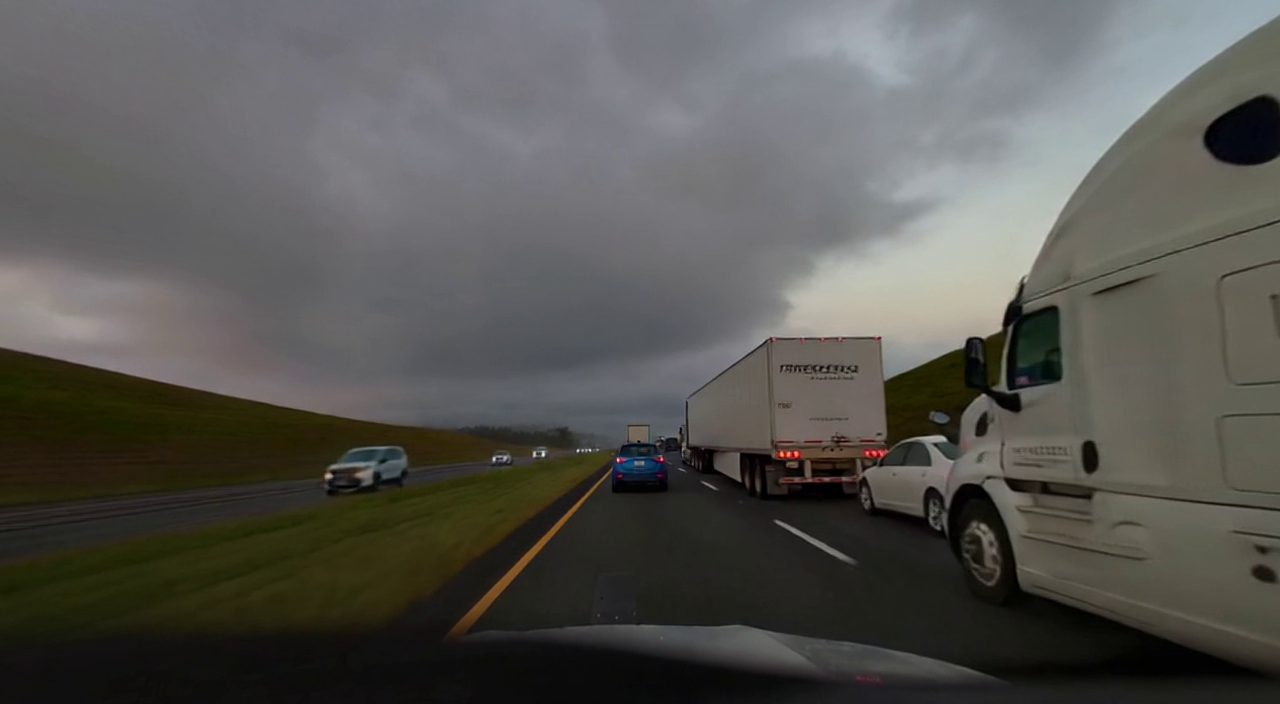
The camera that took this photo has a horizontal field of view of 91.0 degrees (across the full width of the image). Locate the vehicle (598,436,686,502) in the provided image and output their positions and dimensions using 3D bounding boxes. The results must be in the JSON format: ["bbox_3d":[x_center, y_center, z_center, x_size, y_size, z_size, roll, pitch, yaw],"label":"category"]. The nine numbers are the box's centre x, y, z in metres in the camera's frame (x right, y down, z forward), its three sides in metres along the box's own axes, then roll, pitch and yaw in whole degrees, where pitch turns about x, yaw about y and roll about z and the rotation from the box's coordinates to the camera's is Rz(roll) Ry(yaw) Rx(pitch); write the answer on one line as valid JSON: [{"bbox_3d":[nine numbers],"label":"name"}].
[{"bbox_3d":[0.018,2.993,16.564,2.045,1.507,3.763,-1,-8,-1],"label":"vehicle"}]

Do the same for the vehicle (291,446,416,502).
[{"bbox_3d":[-10.004,4.254,22.450,2.259,1.699,4.510,-1,-8,1],"label":"vehicle"}]

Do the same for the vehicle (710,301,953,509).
[{"bbox_3d":[4.413,1.716,17.724,3.235,4.197,9.908,0,-8,-3],"label":"vehicle"}]

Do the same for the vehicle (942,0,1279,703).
[{"bbox_3d":[4.257,-0.290,1.890,3.150,4.051,6.527,0,-8,-2],"label":"vehicle"}]
